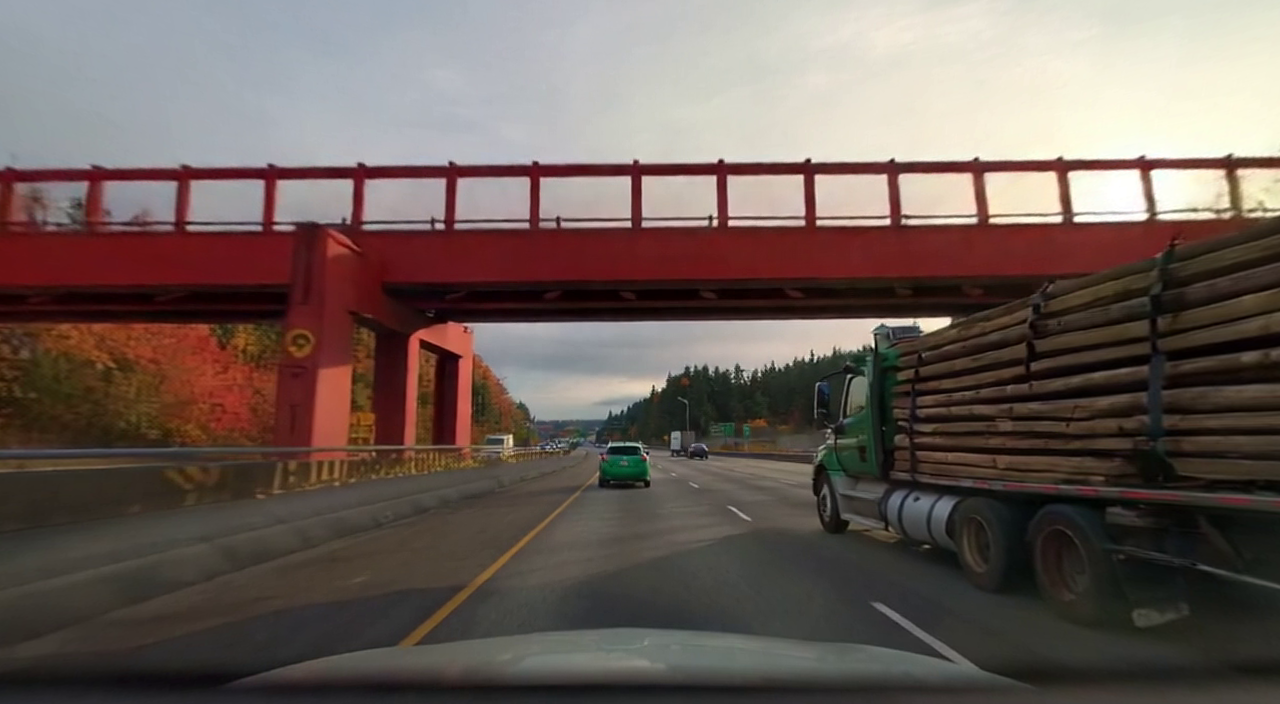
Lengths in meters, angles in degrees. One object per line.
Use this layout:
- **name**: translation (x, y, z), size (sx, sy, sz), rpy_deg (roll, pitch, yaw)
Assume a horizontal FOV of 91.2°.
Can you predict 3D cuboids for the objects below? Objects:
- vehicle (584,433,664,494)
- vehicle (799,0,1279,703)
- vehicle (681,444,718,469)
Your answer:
- **vehicle**: translation (-0.491, 3.458, 19.775), size (2.259, 1.699, 4.015), rpy_deg (0, -9, -1)
- **vehicle**: translation (4.240, 0.113, 5.698), size (2.992, 3.920, 8.831), rpy_deg (0, -9, -1)
- **vehicle**: translation (3.773, 6.757, 40.572), size (1.894, 1.487, 3.751), rpy_deg (0, -9, -2)
